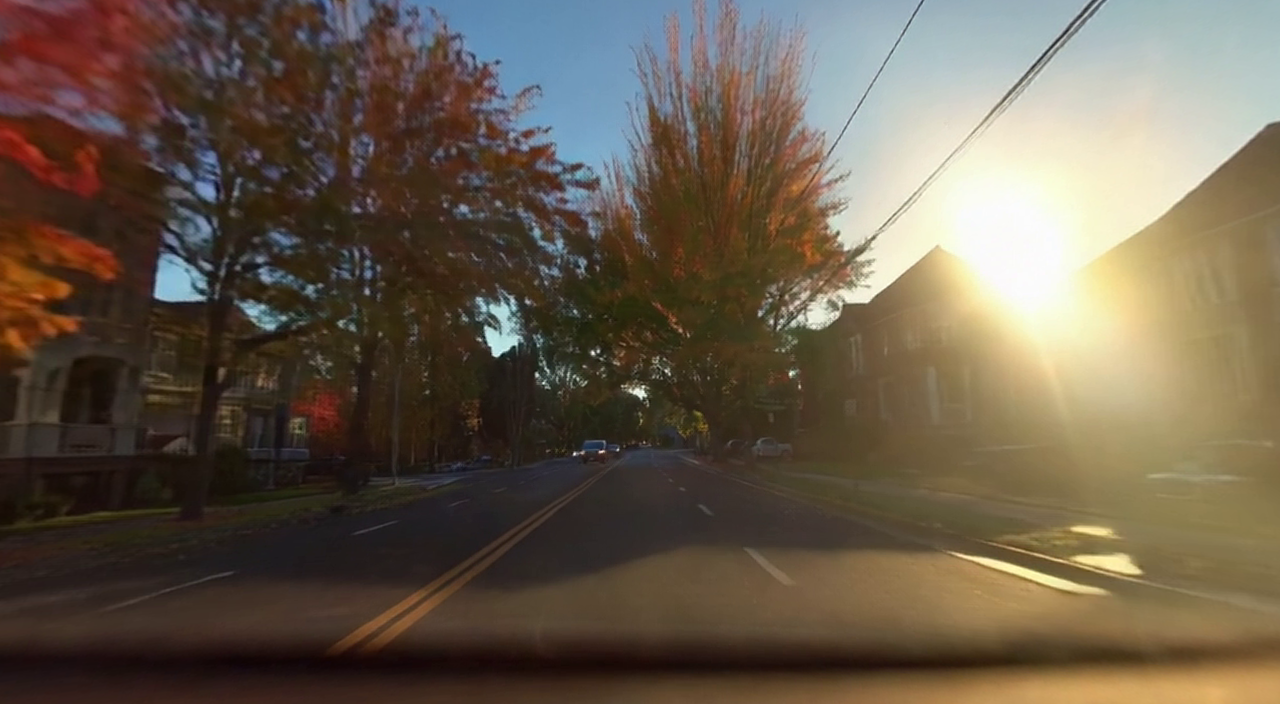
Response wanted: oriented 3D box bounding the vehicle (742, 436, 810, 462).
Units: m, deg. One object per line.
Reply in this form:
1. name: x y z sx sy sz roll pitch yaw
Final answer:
1. vehicle: 9.568 6.856 44.693 4.385 1.612 2.070 -3 -9 5
